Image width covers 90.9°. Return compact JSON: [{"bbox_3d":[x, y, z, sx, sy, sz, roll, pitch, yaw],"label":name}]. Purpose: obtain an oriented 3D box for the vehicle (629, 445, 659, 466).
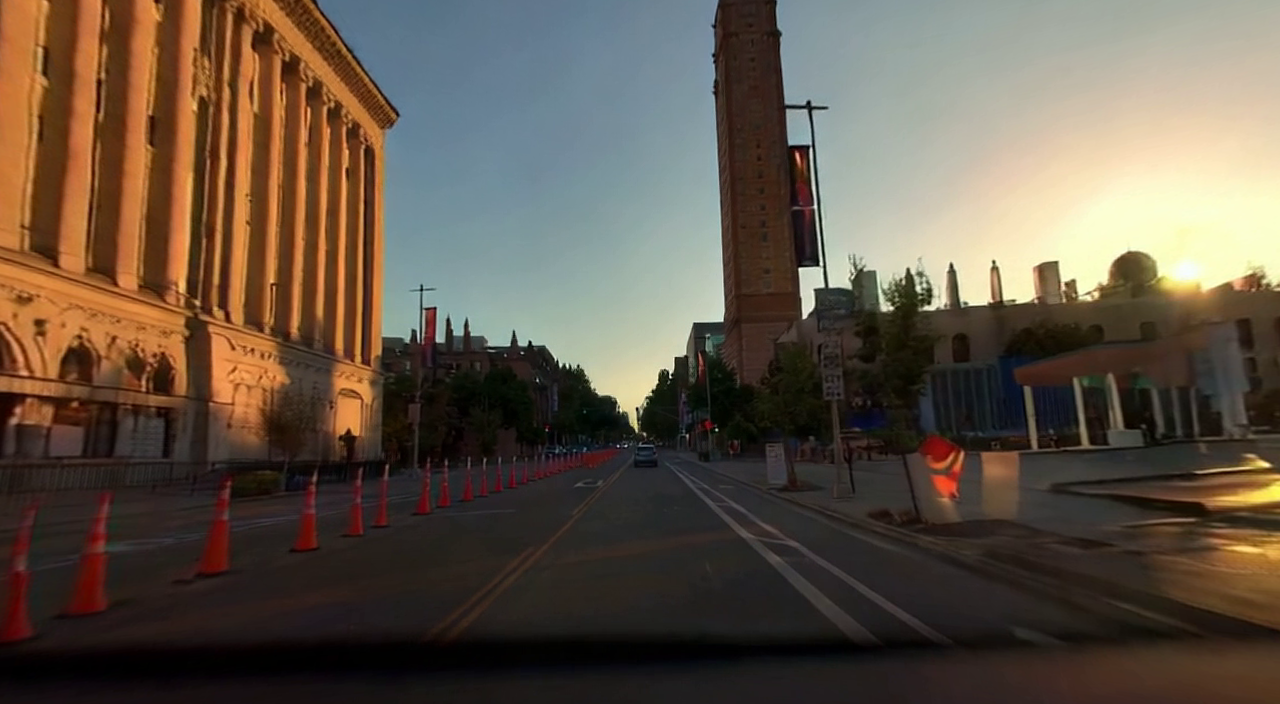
[{"bbox_3d":[0.342,7.877,48.156,2.216,1.492,4.725,0,-8,1],"label":"vehicle"}]
